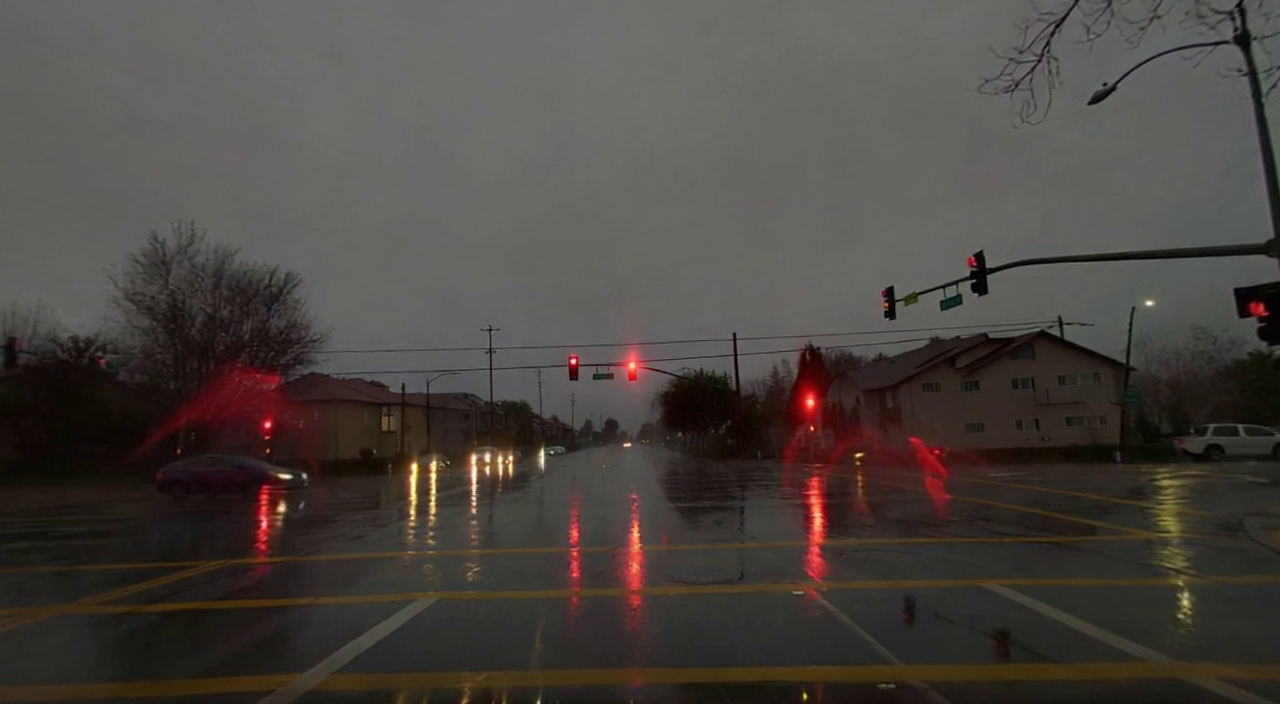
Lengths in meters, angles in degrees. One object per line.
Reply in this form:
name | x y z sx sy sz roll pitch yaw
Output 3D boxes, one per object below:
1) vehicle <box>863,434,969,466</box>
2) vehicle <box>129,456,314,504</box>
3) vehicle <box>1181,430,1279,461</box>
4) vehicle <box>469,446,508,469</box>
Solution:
vehicle | 14.430 5.147 33.131 4.873 1.539 1.932 -4 -9 25
vehicle | -13.993 4.279 21.331 4.823 1.449 2.017 -1 -9 2
vehicle | 31.318 4.886 33.022 4.318 1.488 1.870 0 -9 -1
vehicle | -10.704 7.461 44.759 1.881 1.509 3.377 0 -9 1
